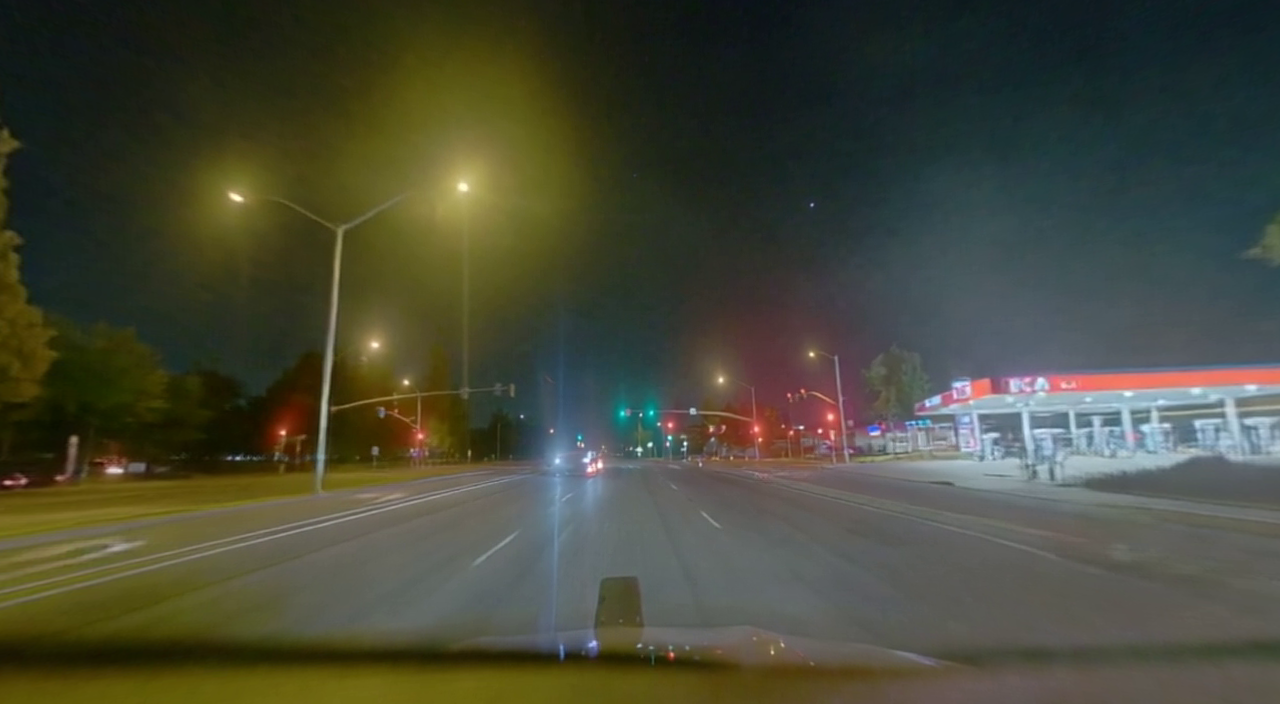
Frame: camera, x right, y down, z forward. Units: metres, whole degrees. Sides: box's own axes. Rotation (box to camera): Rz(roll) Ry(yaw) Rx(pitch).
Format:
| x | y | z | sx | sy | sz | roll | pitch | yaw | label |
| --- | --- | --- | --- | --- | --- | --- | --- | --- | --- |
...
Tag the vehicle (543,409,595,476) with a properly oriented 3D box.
| x | y | z | sx | sy | sz | roll | pitch | yaw | label |
| --- | --- | --- | --- | --- | --- | --- | --- | --- | --- |
| -4.036 | 5.156 | 36.234 | 2.637 | 3.576 | 3.006 | -1 | -7 | -1 | vehicle |
